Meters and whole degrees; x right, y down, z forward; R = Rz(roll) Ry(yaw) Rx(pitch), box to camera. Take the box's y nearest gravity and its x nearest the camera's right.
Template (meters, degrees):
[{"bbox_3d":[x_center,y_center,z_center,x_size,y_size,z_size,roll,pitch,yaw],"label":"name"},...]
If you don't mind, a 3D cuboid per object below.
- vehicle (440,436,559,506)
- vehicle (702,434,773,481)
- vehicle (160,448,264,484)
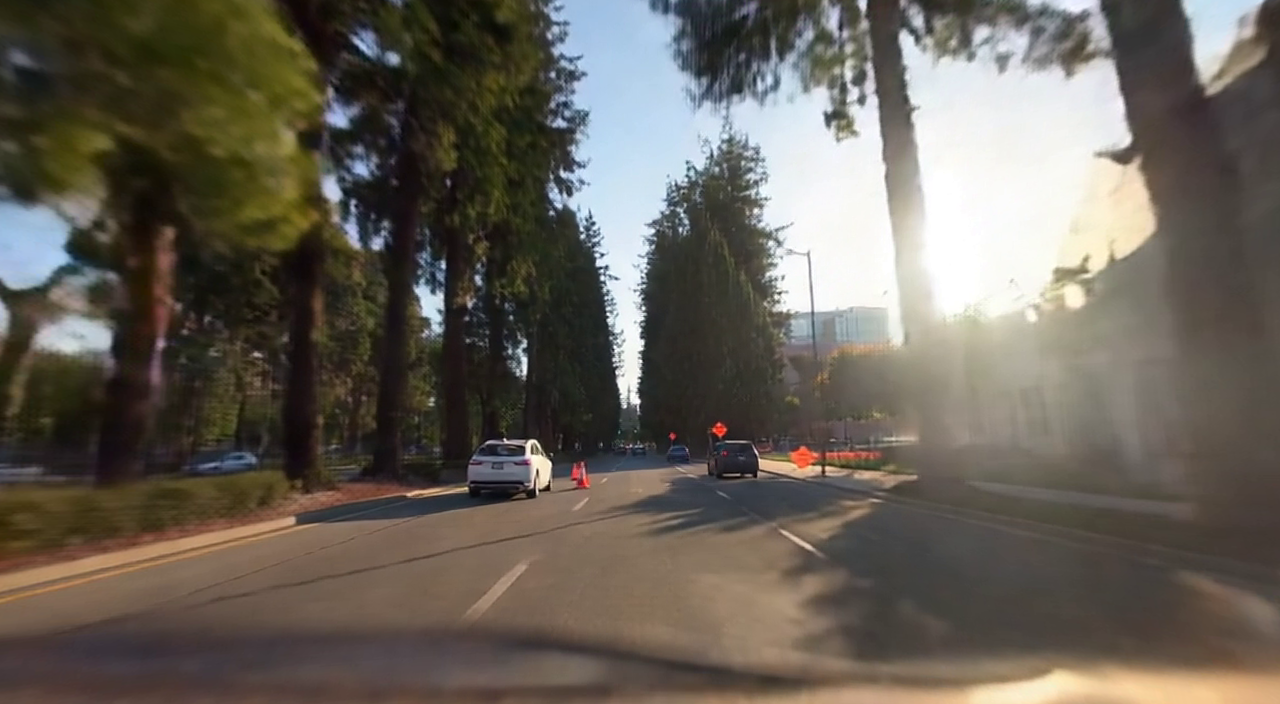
[{"bbox_3d":[-3.285,2.876,15.688,2.020,1.474,4.098,0,-9,0],"label":"vehicle"},{"bbox_3d":[4.023,4.469,27.036,2.159,1.793,4.735,0,-9,-1],"label":"vehicle"},{"bbox_3d":[-21.521,5.725,32.054,1.958,1.641,4.663,0,-9,1],"label":"vehicle"}]
